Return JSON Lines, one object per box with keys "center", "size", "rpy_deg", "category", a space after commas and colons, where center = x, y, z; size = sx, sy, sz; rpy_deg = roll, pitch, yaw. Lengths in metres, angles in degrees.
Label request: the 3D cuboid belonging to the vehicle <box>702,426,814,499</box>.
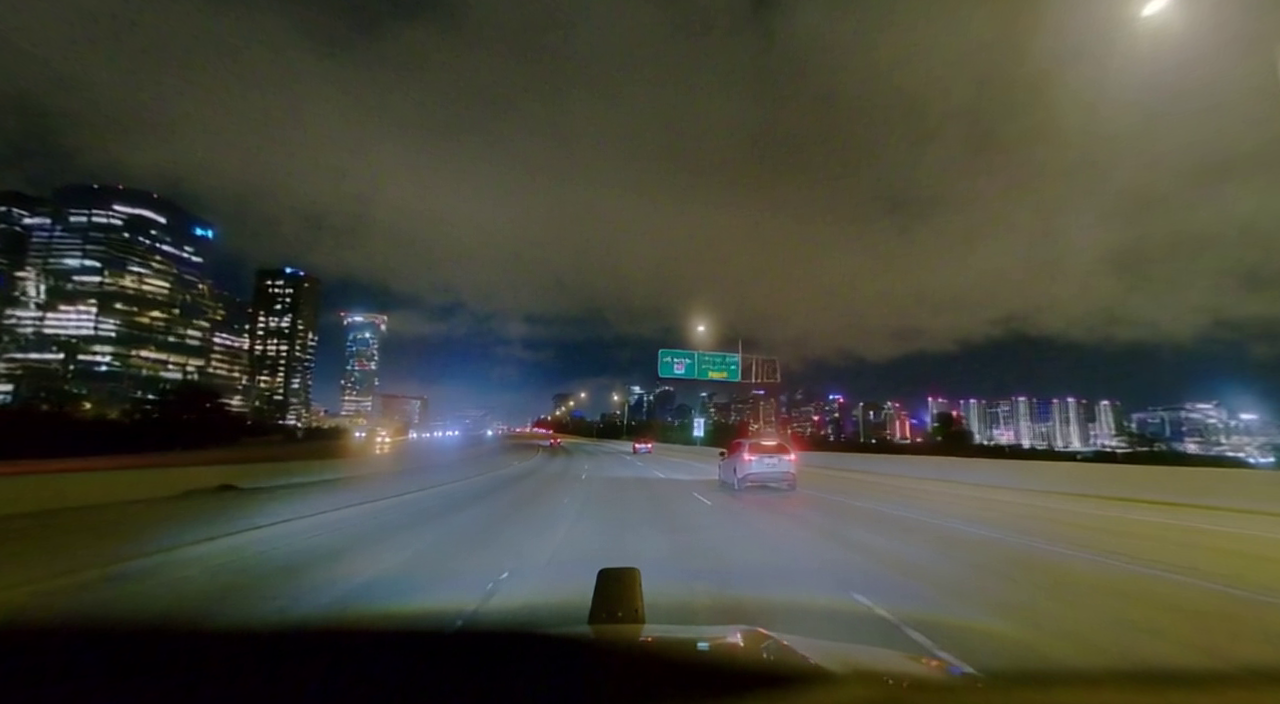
{"center": [3.180, 3.120, 18.200], "size": [2.110, 1.780, 4.682], "rpy_deg": [0, -9, -3], "category": "vehicle"}
